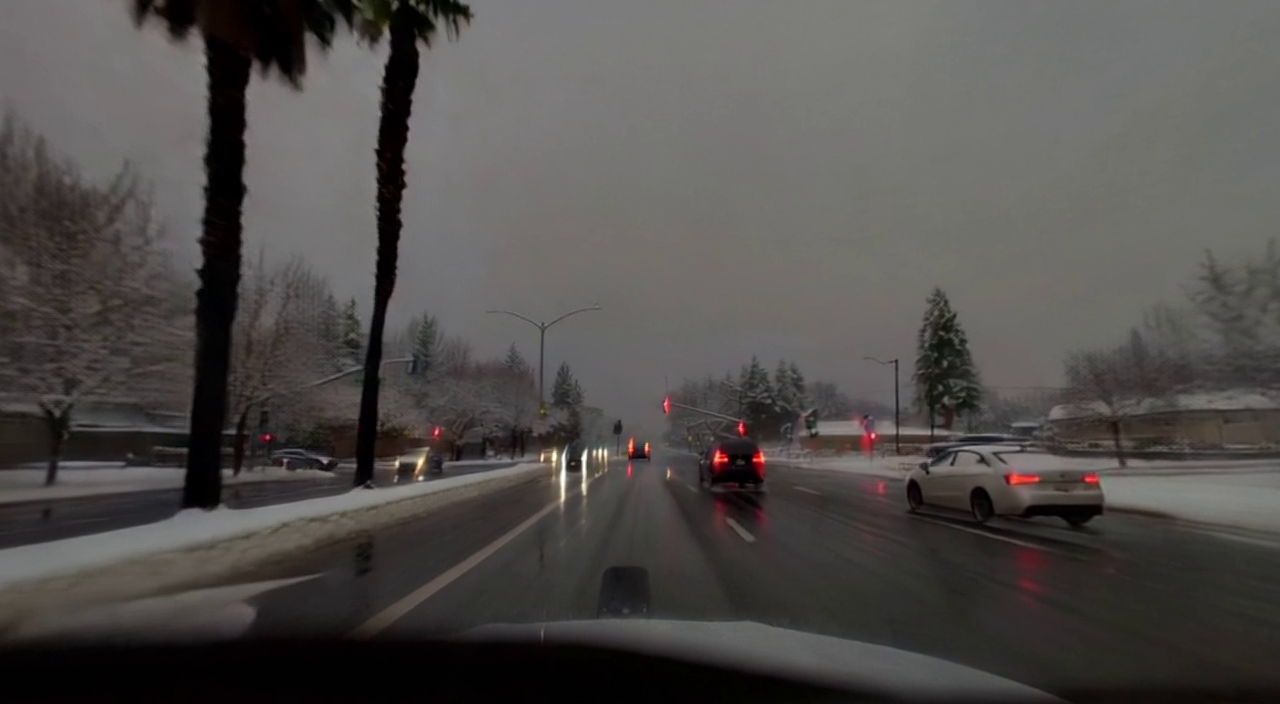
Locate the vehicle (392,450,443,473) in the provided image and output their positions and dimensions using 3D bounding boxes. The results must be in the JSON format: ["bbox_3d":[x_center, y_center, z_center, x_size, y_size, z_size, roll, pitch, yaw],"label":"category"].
[{"bbox_3d":[-15.534,7.640,44.221,1.902,1.466,4.463,0,-9,0],"label":"vehicle"}]

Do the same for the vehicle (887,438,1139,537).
[{"bbox_3d":[6.513,2.386,11.802,1.890,1.471,4.566,0,-9,0],"label":"vehicle"}]

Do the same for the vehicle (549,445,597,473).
[{"bbox_3d":[-3.644,5.890,34.963,2.037,1.472,4.152,0,-9,3],"label":"vehicle"}]

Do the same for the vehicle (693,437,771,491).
[{"bbox_3d":[3.002,3.755,21.533,2.009,1.639,4.267,0,-9,0],"label":"vehicle"}]
